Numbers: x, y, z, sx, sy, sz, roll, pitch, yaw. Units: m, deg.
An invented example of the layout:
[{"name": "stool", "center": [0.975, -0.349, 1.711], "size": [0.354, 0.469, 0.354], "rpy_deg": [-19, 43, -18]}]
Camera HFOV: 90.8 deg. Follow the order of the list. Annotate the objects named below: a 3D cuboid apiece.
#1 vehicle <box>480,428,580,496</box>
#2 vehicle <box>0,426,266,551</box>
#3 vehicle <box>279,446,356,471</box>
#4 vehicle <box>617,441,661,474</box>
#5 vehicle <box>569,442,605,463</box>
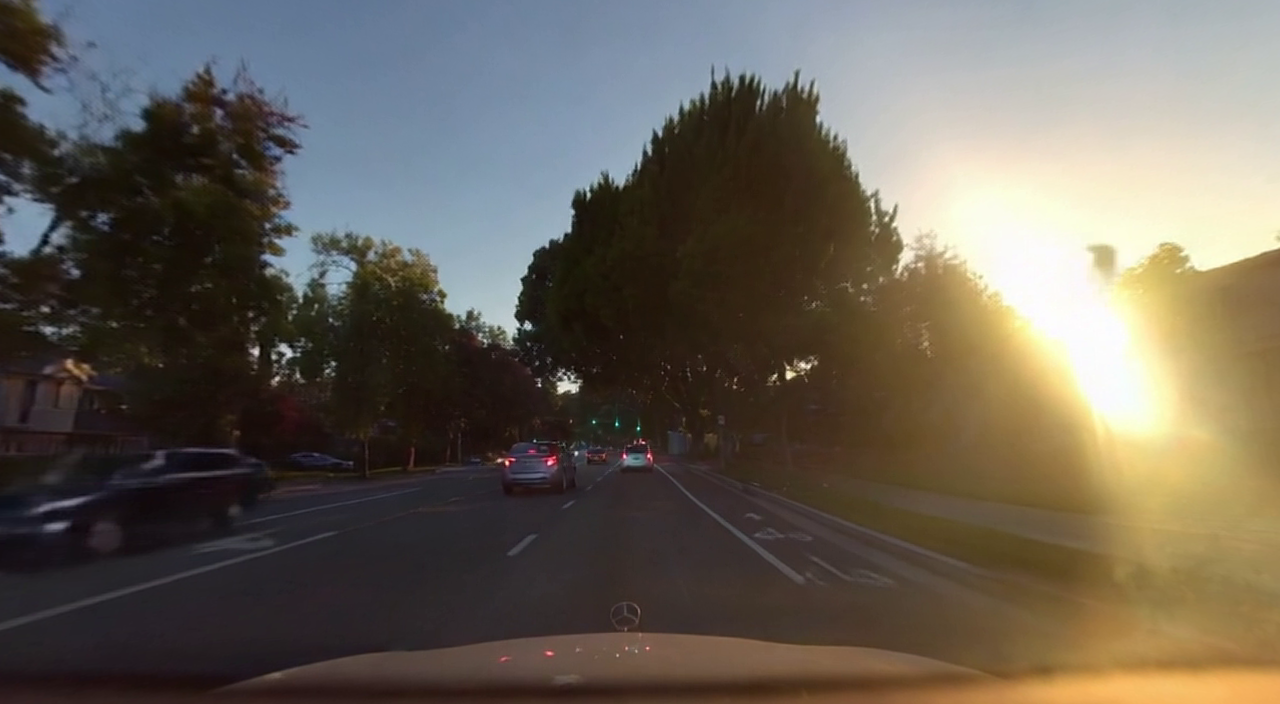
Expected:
[{"name": "vehicle", "center": [-3.146, 3.254, 19.059], "size": [2.157, 1.771, 4.452], "rpy_deg": [0, -8, 1]}, {"name": "vehicle", "center": [-9.045, 2.271, 11.102], "size": [2.149, 1.662, 4.600], "rpy_deg": [-4, -8, 0]}, {"name": "vehicle", "center": [-22.465, 7.410, 44.171], "size": [4.203, 1.693, 2.072], "rpy_deg": [0, -8, 0]}, {"name": "vehicle", "center": [-0.076, 5.189, 31.385], "size": [2.062, 1.518, 3.901], "rpy_deg": [0, -8, 0]}, {"name": "vehicle", "center": [-3.870, 7.455, 47.027], "size": [2.268, 1.522, 4.350], "rpy_deg": [0, -8, 0]}]
